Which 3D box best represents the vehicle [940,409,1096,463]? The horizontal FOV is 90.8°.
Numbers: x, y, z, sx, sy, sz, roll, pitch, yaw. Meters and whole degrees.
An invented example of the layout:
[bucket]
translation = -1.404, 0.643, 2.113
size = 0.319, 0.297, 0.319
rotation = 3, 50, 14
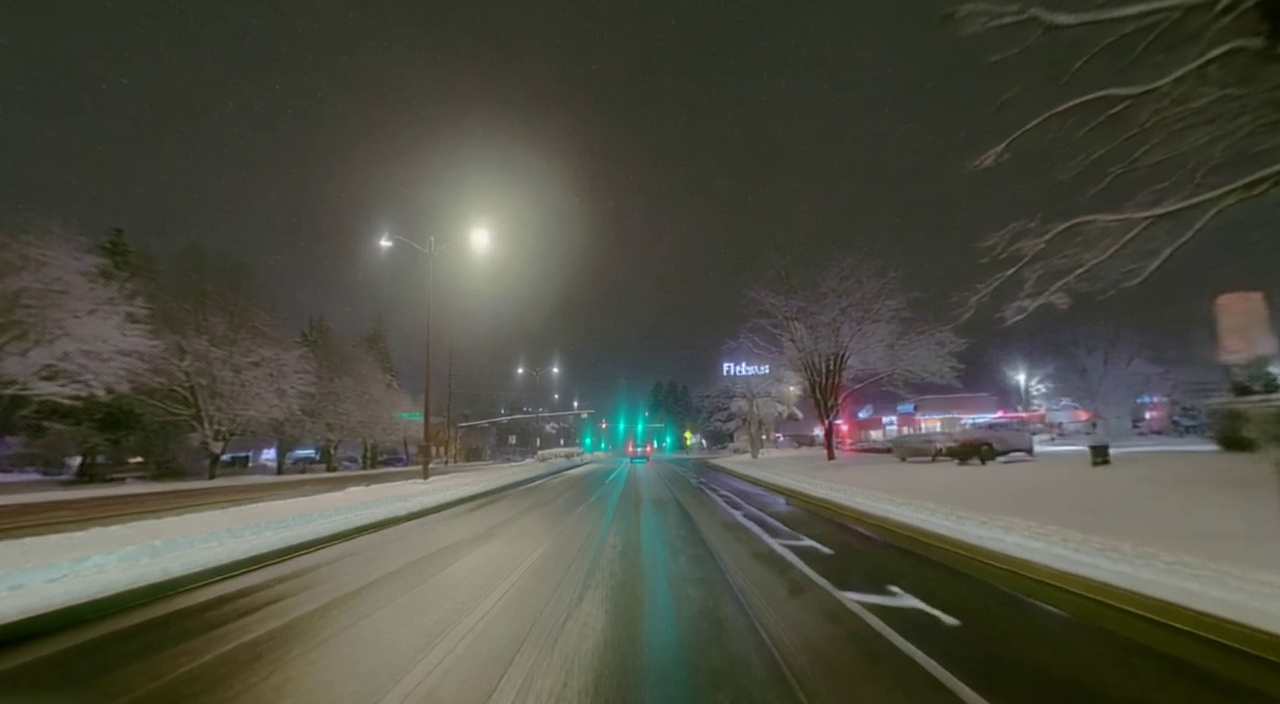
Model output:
[vehicle]
translation = 13.988, 3.140, 23.580
size = 4.514, 1.929, 1.991
rotation = 0, -8, -4
